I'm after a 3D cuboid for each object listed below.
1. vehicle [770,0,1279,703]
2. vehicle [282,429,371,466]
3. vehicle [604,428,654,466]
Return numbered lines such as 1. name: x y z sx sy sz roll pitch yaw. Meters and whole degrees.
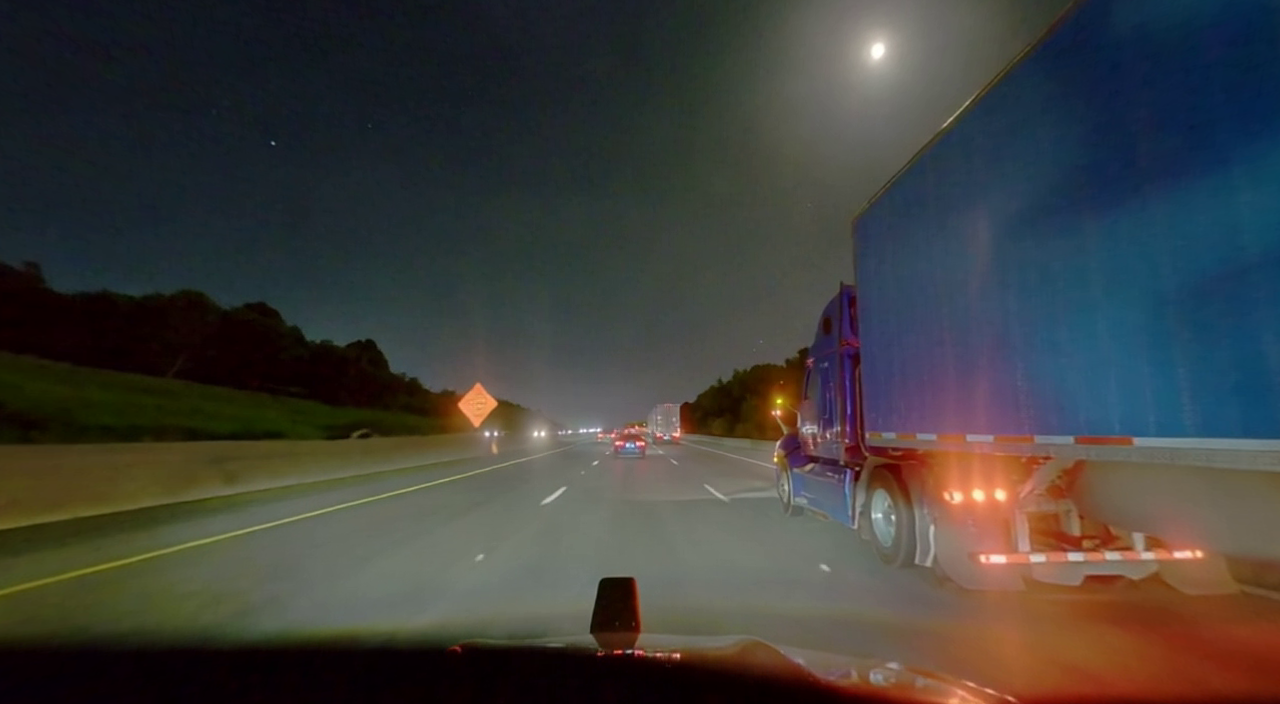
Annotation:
1. vehicle: 3.480 0.021 3.514 2.919 3.634 10.888 0 -8 -2
2. vehicle: -12.969 3.964 26.373 1.755 1.440 3.891 0 -7 -1
3. vehicle: -0.474 3.896 26.132 1.929 1.469 3.677 0 -7 -1
